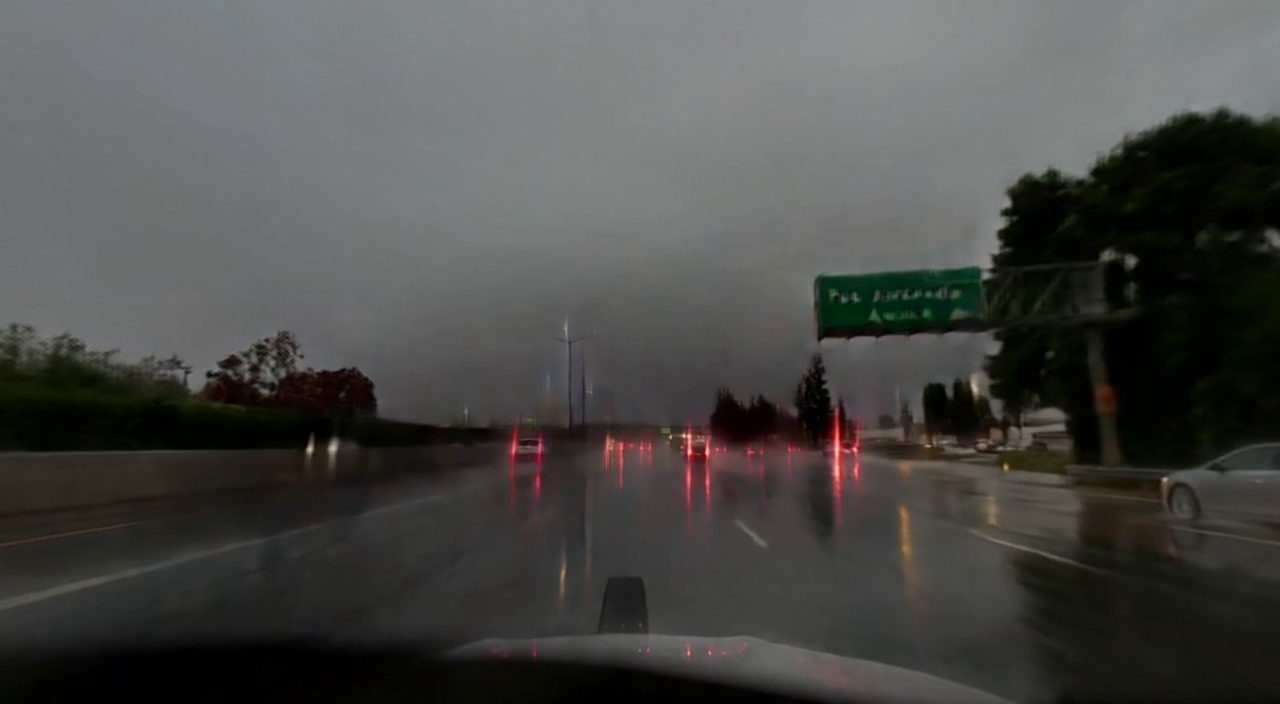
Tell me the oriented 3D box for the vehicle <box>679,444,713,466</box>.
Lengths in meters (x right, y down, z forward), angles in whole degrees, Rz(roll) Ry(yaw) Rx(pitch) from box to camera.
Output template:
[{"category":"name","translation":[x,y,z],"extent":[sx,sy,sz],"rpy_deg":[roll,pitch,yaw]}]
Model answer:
[{"category":"vehicle","translation":[3.800,7.041,43.155],"extent":[1.950,1.453,3.378],"rpy_deg":[0,-9,-1]}]

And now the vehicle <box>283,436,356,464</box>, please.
[{"category":"vehicle","translation":[-21.297,6.564,41.970],"extent":[2.140,1.739,5.106],"rpy_deg":[0,-9,1]}]

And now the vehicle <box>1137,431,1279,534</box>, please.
[{"category":"vehicle","translation":[10.205,1.899,9.132],"extent":[1.979,1.467,4.839],"rpy_deg":[0,-8,0]}]

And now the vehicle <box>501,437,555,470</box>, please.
[{"category":"vehicle","translation":[-6.191,5.680,35.373],"extent":[2.091,1.746,4.437],"rpy_deg":[0,-9,2]}]
